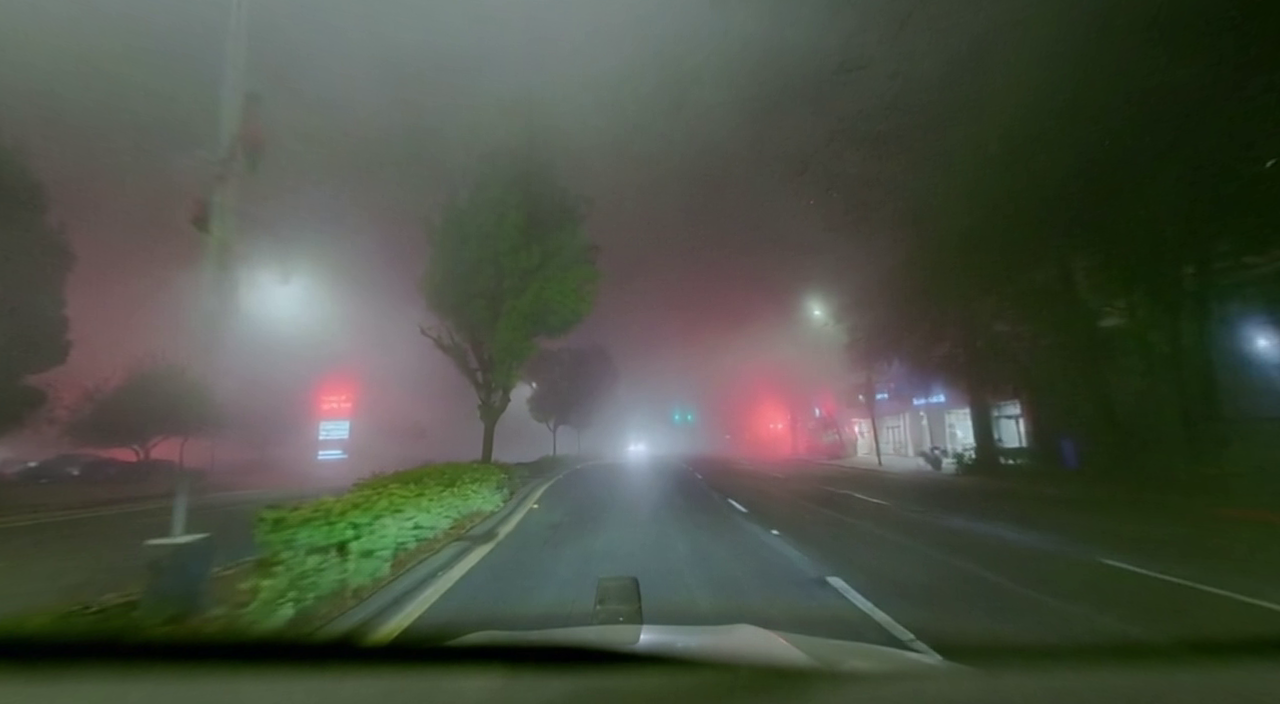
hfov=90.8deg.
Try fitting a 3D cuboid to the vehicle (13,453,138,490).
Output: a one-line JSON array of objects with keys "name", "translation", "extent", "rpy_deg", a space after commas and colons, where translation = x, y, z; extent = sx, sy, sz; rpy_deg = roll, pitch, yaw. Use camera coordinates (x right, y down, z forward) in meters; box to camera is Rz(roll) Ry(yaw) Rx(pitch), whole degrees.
[{"name": "vehicle", "translation": [-29.700, 6.263, 33.477], "extent": [2.101, 1.733, 4.689], "rpy_deg": [0, -8, 3]}]

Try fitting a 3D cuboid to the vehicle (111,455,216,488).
[{"name": "vehicle", "translation": [-24.854, 6.208, 33.189], "extent": [1.908, 1.502, 4.584], "rpy_deg": [0, -8, 1]}]
